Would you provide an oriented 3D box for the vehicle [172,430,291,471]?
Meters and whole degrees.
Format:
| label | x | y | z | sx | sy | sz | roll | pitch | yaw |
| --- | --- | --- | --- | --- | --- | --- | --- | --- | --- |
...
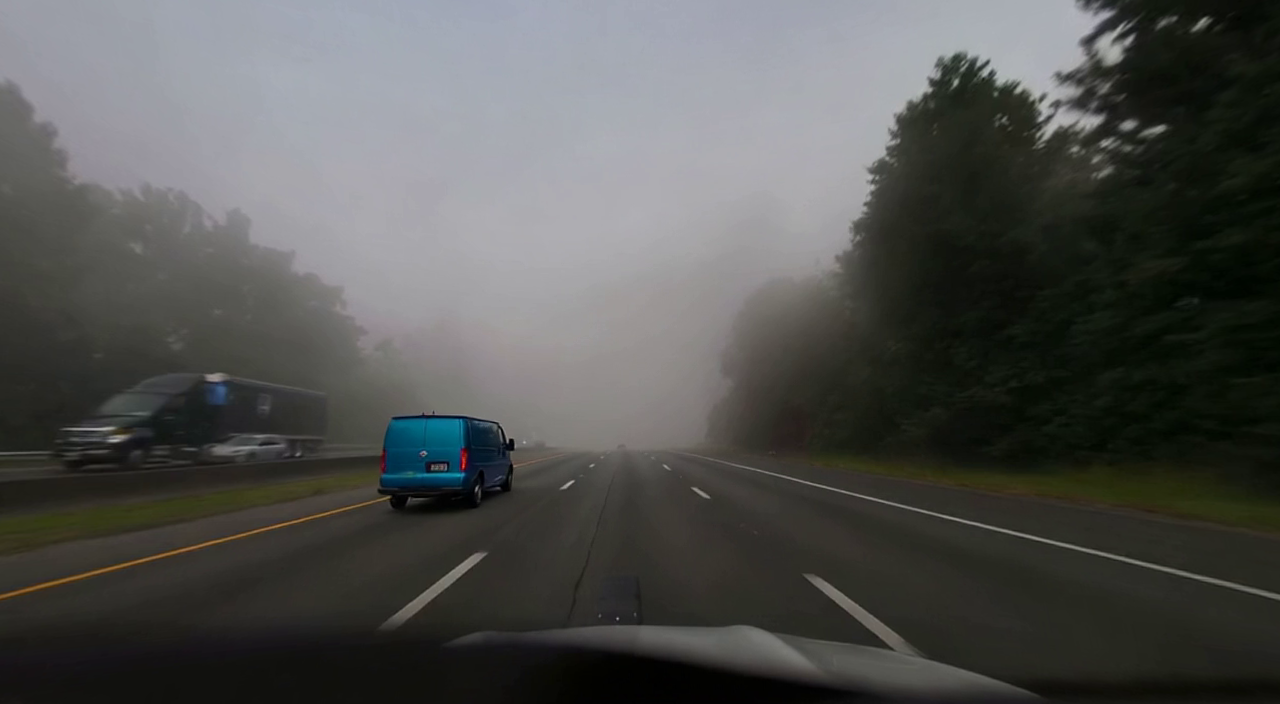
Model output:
| label | x | y | z | sx | sy | sz | roll | pitch | yaw |
| --- | --- | --- | --- | --- | --- | --- | --- | --- | --- |
| vehicle | -15.982 | 3.875 | 24.999 | 1.833 | 1.463 | 4.463 | 0 | -8 | -2 |

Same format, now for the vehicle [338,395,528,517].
| label | x | y | z | sx | sy | sz | roll | pitch | yaw |
| --- | --- | --- | --- | --- | --- | --- | --- | --- | --- |
| vehicle | -3.847 | 2.038 | 12.833 | 2.297 | 2.011 | 4.736 | 0 | -8 | -1 |

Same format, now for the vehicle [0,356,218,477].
| label | x | y | z | sx | sy | sz | roll | pitch | yaw |
| --- | --- | --- | --- | --- | --- | --- | --- | --- | --- |
| vehicle | -19.611 | 2.514 | 23.895 | 2.967 | 4.021 | 5.937 | 0 | -8 | -1 |
